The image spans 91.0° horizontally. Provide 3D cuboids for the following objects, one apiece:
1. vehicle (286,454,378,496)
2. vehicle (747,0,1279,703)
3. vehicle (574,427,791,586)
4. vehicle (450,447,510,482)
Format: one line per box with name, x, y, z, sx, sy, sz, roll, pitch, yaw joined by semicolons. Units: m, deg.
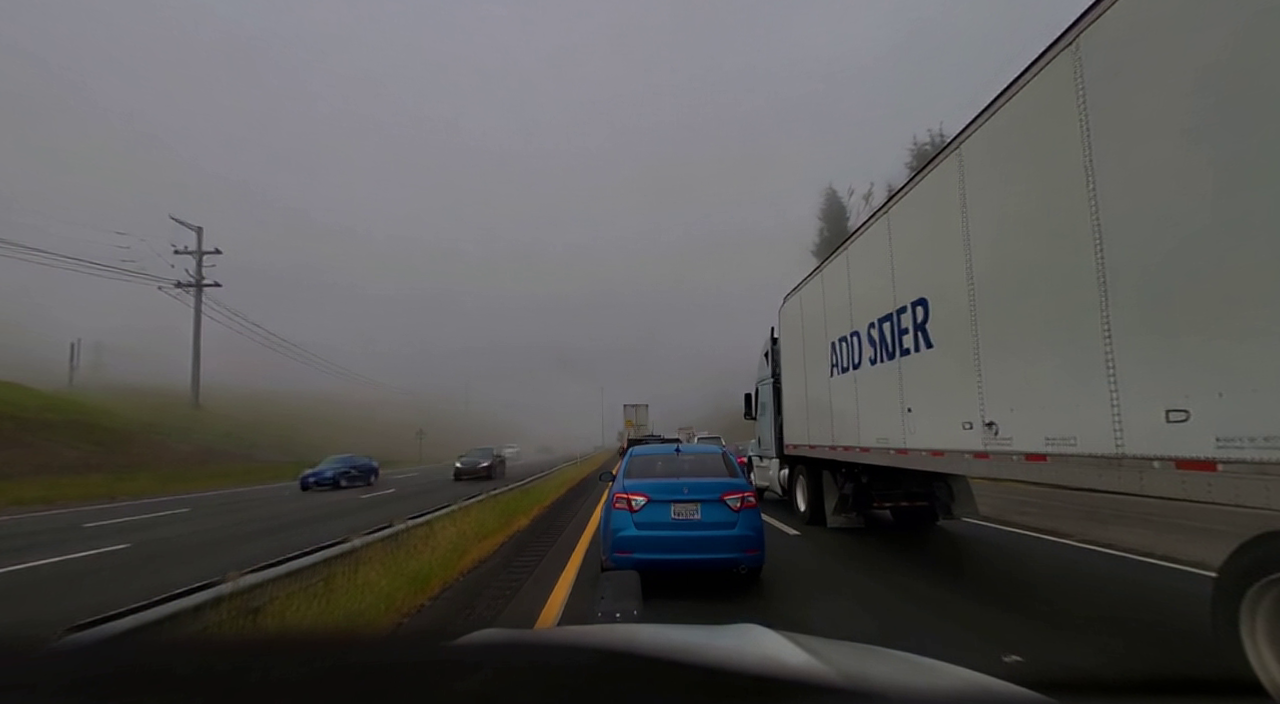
vehicle;-12.238;4.887;25.295;1.795;1.441;3.759;-1;-8;0
vehicle;4.146;0.248;6.627;3.138;4.065;14.276;0;-8;-1
vehicle;0.329;1.712;7.796;2.045;1.446;3.597;0;-8;-2
vehicle;-8.139;5.725;32.404;1.991;1.629;4.259;-1;-8;0
